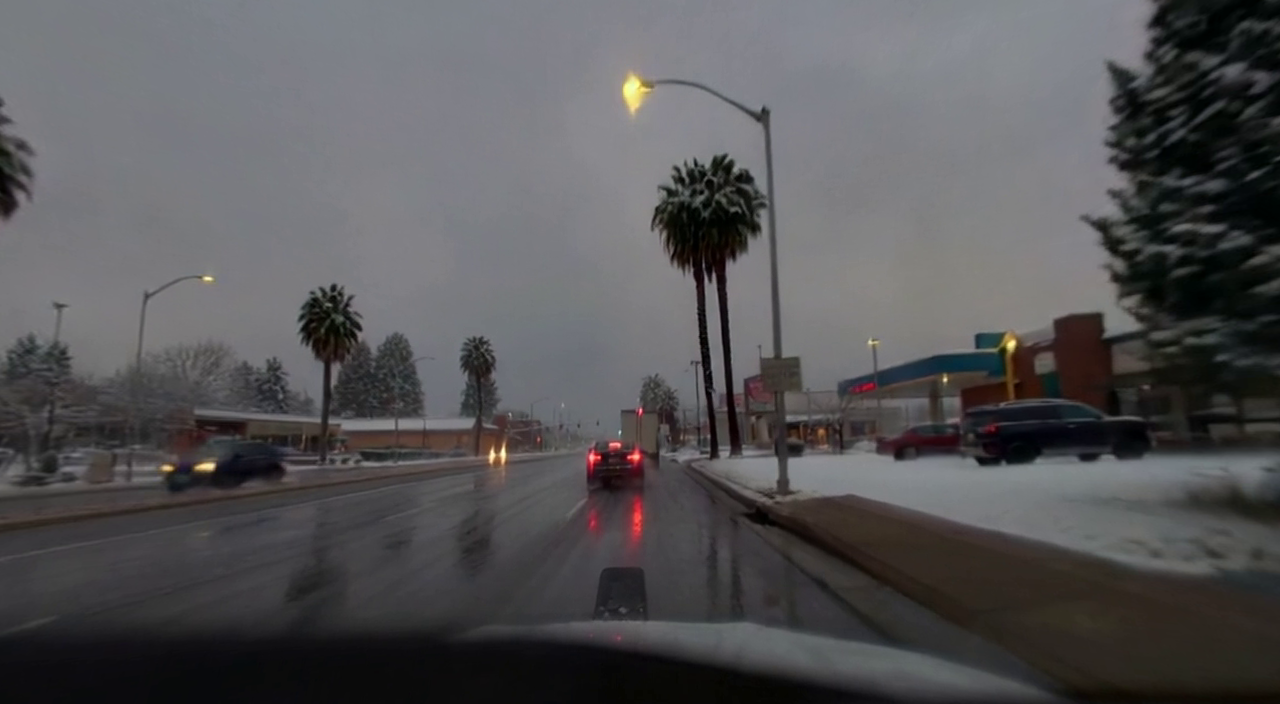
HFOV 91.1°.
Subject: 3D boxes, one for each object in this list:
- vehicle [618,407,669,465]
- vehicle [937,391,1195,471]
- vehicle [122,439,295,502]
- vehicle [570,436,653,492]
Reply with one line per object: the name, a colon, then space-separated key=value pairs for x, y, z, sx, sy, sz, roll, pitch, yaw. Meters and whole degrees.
vehicle: x=0.222 y=5.640 z=41.852 sx=3.100 sy=3.468 sz=8.108 roll=0 pitch=-8 yaw=0
vehicle: x=12.330 y=2.351 z=18.485 sx=5.968 sy=2.162 sz=2.319 roll=1 pitch=-9 yaw=-5
vehicle: x=-12.252 y=3.373 z=18.271 sx=1.895 sy=1.592 sz=4.305 roll=0 pitch=-9 yaw=1
vehicle: x=-0.733 y=3.380 z=19.307 sx=2.145 sy=1.483 sz=4.453 roll=-1 pitch=-9 yaw=3
